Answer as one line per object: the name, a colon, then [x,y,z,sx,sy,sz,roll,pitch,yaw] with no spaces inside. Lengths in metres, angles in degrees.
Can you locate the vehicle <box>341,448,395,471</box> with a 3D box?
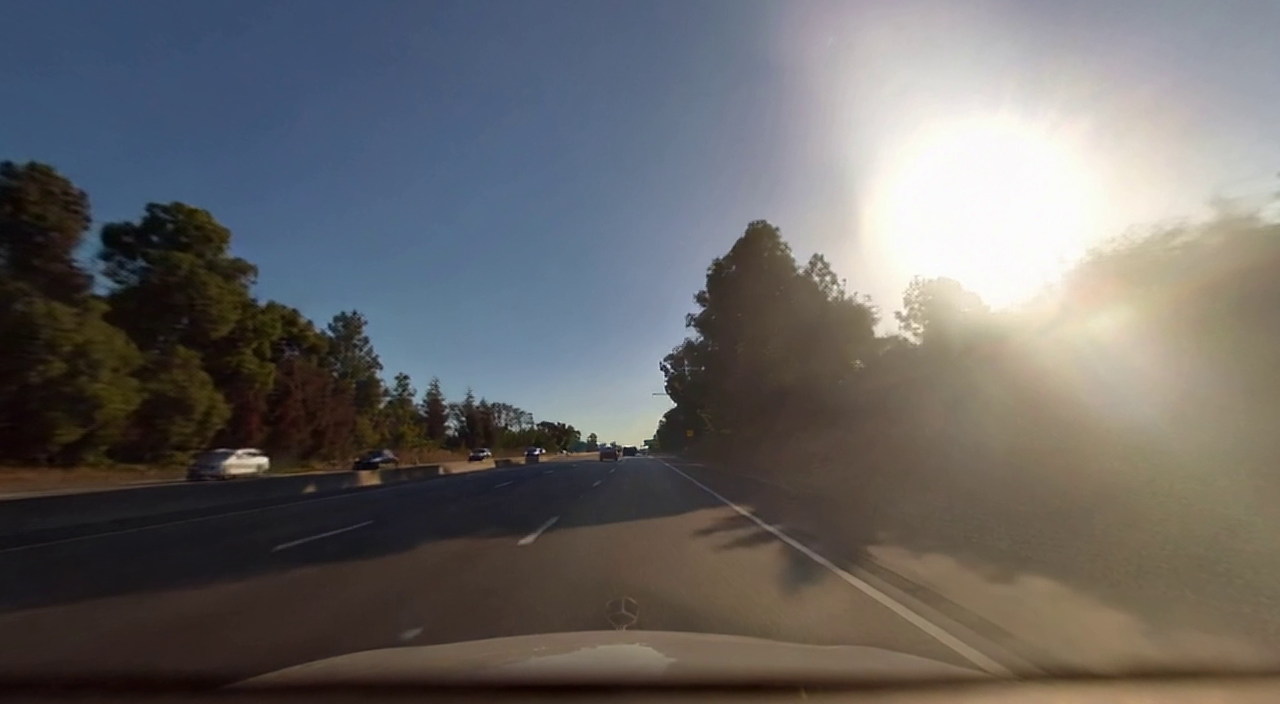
vehicle: [-19.113,7.570,44.301,1.888,1.540,4.204,0,-9,1]

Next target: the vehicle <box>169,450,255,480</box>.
vehicle: [-22.763,6.018,33.498,1.878,1.477,3.769,0,-9,1]
